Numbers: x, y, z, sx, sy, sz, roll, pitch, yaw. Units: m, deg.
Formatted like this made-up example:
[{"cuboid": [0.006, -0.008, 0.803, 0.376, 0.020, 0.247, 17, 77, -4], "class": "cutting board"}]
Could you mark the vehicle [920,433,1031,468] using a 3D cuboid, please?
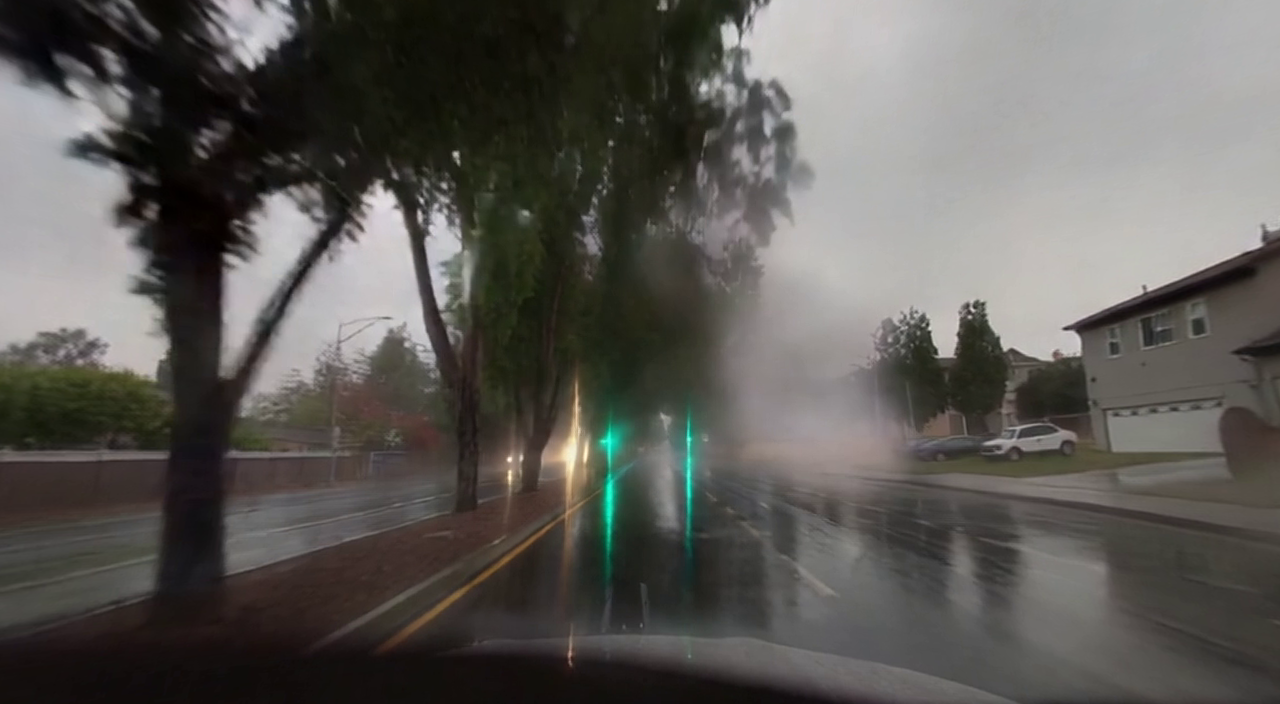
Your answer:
[{"cuboid": [18.190, 5.344, 34.139, 4.868, 1.768, 2.030, 0, -8, -3], "class": "vehicle"}]

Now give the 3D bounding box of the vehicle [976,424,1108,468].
[{"cuboid": [18.385, 4.301, 28.878, 4.611, 1.920, 2.043, 0, -8, -2], "class": "vehicle"}]
